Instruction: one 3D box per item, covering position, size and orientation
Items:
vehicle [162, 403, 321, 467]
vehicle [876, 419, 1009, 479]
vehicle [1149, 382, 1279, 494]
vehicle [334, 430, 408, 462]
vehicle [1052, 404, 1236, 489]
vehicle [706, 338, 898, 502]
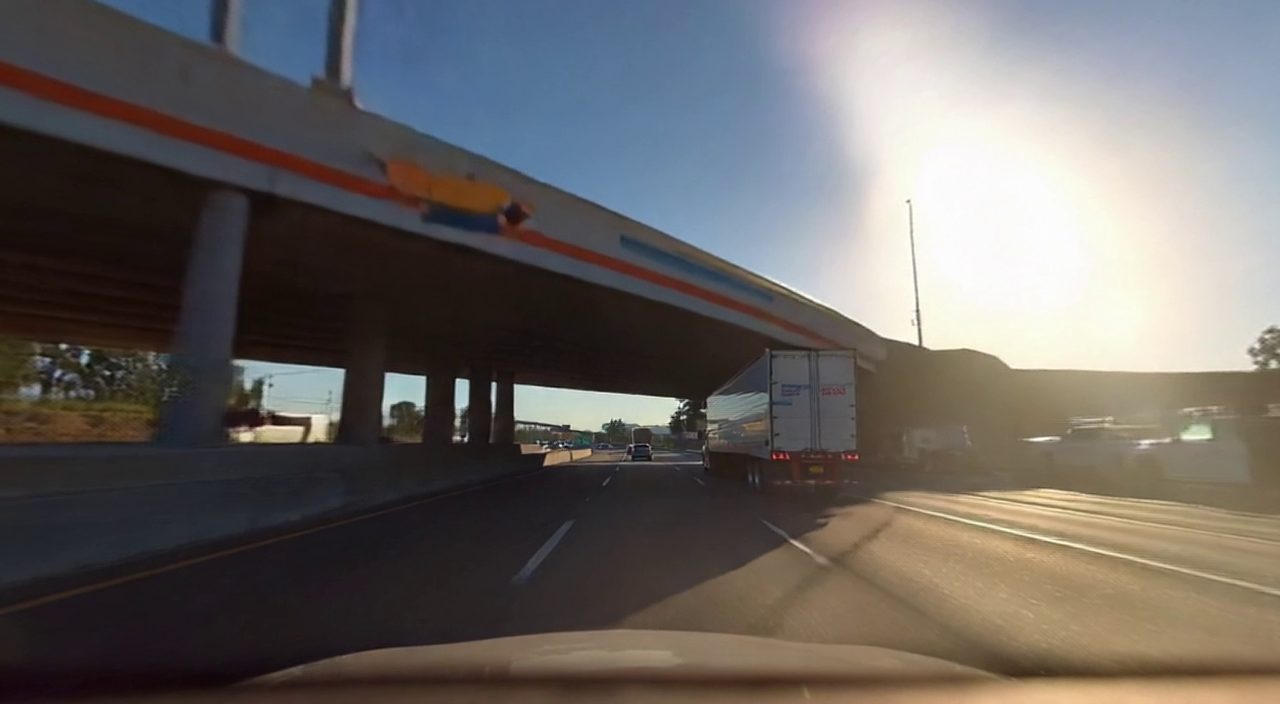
[{"bbox_3d":[-19.879,4.317,32.255,2.827,2.801,8.021,0,-9,0],"label":"vehicle"},{"bbox_3d":[22.633,7.476,48.799,2.853,3.921,14.754,0,-9,-1],"label":"vehicle"},{"bbox_3d":[22.011,2.801,20.391,2.784,3.571,9.857,0,-9,0],"label":"vehicle"},{"bbox_3d":[-13.120,4.618,31.000,1.849,1.464,4.096,0,-9,0],"label":"vehicle"},{"bbox_3d":[22.077,4.208,28.172,3.022,3.354,6.006,0,-9,-1],"label":"vehicle"},{"bbox_3d":[4.681,2.719,22.585,2.881,3.995,14.382,0,-9,-1],"label":"vehicle"}]
